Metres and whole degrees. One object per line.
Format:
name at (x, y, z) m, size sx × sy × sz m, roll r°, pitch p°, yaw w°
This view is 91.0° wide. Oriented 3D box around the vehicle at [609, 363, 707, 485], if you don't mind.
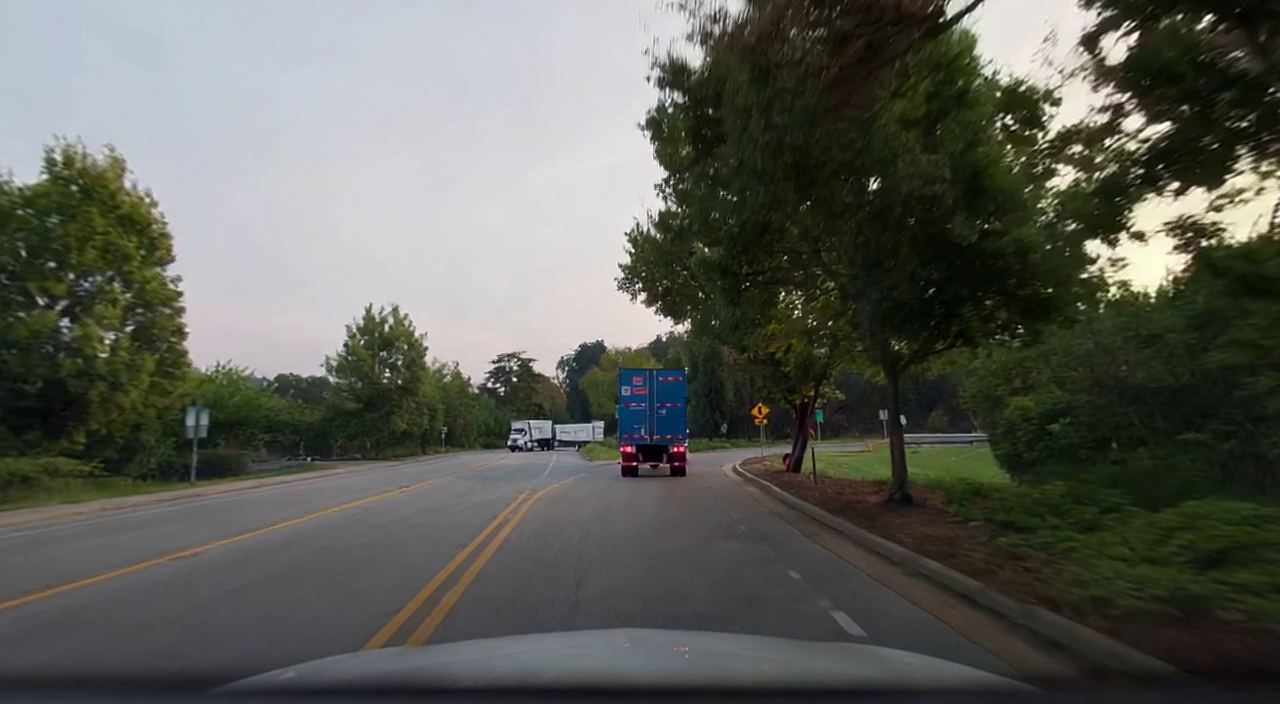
vehicle at (0.805, 2.799, 23.730) m, size 2.937 × 3.647 × 9.344 m, roll -1°, pitch -8°, yaw 3°
